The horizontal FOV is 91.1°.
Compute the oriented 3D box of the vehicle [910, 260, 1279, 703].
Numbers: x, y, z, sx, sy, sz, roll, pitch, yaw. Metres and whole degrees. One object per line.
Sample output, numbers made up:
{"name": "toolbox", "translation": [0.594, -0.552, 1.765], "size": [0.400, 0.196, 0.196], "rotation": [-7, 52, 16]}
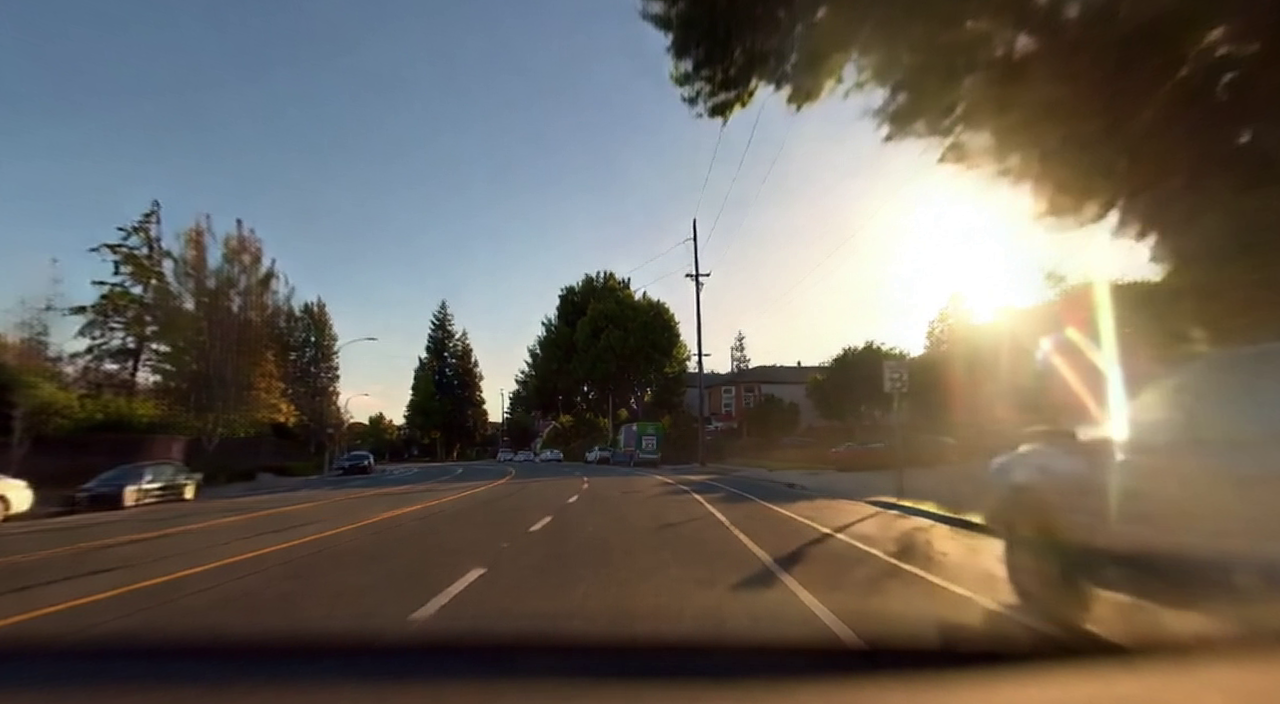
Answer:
{"name": "vehicle", "translation": [4.067, 0.738, 3.036], "size": [2.505, 2.192, 6.181], "rotation": [0, -9, -3]}

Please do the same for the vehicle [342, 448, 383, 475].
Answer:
{"name": "vehicle", "translation": [-19.617, 7.724, 44.474], "size": [1.976, 1.797, 4.249], "rotation": [2, -9, -15]}

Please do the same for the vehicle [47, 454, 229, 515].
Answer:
{"name": "vehicle", "translation": [-15.027, 3.941, 19.215], "size": [1.934, 1.480, 4.510], "rotation": [-2, -8, -1]}

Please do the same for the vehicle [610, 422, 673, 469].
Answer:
{"name": "vehicle", "translation": [-0.076, 7.228, 48.711], "size": [2.918, 3.319, 7.595], "rotation": [2, -9, -15]}
